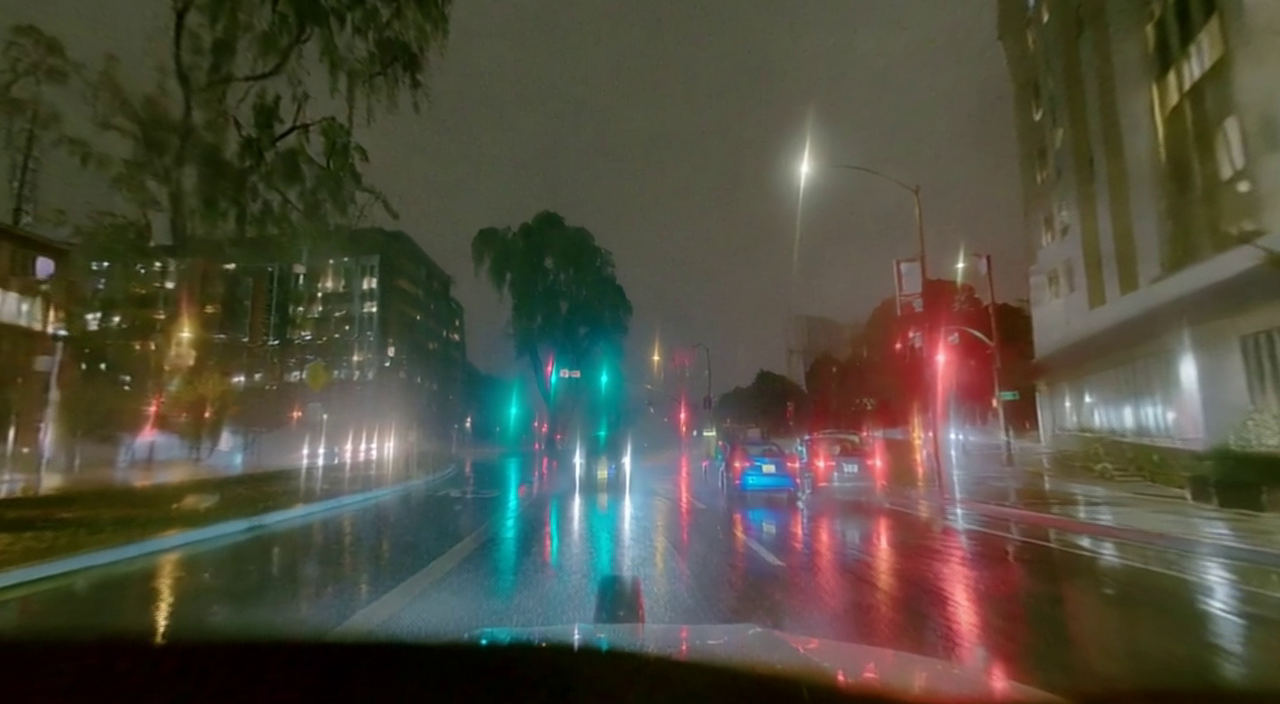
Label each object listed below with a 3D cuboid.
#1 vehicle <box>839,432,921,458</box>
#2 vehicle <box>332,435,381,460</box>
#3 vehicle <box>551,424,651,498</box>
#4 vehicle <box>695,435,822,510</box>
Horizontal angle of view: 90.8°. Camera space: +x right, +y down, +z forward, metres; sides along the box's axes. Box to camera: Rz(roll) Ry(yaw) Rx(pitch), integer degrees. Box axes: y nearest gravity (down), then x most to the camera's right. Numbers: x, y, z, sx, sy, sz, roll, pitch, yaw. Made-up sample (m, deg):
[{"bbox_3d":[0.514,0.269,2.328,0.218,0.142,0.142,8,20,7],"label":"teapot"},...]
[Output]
[{"bbox_3d":[16.882,6.583,44.691,5.023,1.756,2.001,-1,-9,8],"label":"vehicle"},{"bbox_3d":[-20.711,7.033,46.368,2.207,1.765,4.569,2,-9,-11],"label":"vehicle"},{"bbox_3d":[-1.077,2.869,16.884,2.317,1.713,4.231,1,-9,-5],"label":"vehicle"},{"bbox_3d":[2.581,2.763,14.938,1.918,1.479,4.468,1,-9,-3],"label":"vehicle"}]
